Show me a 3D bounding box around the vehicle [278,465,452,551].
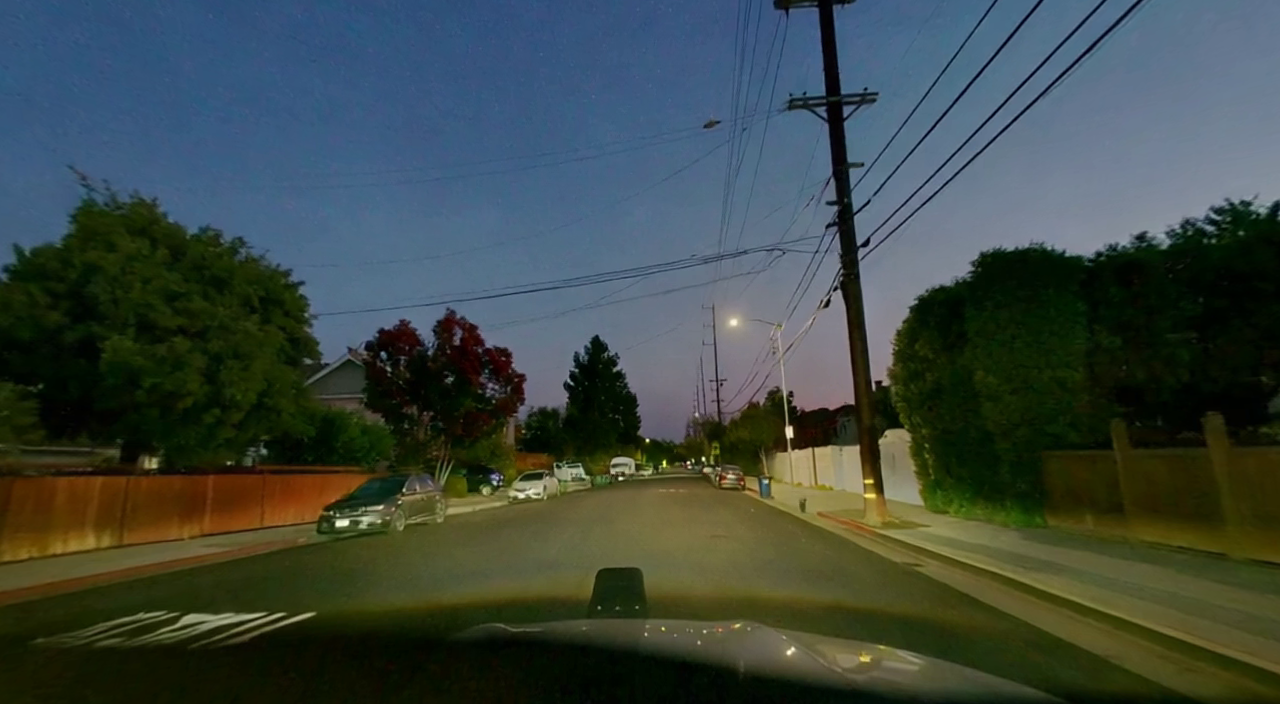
[{"bbox_3d":[-6.591,3.750,15.820,2.061,1.466,4.660,-4,-8,4],"label":"vehicle"}]

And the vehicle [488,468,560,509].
[{"bbox_3d":[-5.440,6.461,30.269,2.062,1.500,4.629,-4,-8,6],"label":"vehicle"}]

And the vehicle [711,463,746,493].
[{"bbox_3d":[5.095,7.269,36.668,1.903,1.500,4.057,-1,-9,7],"label":"vehicle"}]
